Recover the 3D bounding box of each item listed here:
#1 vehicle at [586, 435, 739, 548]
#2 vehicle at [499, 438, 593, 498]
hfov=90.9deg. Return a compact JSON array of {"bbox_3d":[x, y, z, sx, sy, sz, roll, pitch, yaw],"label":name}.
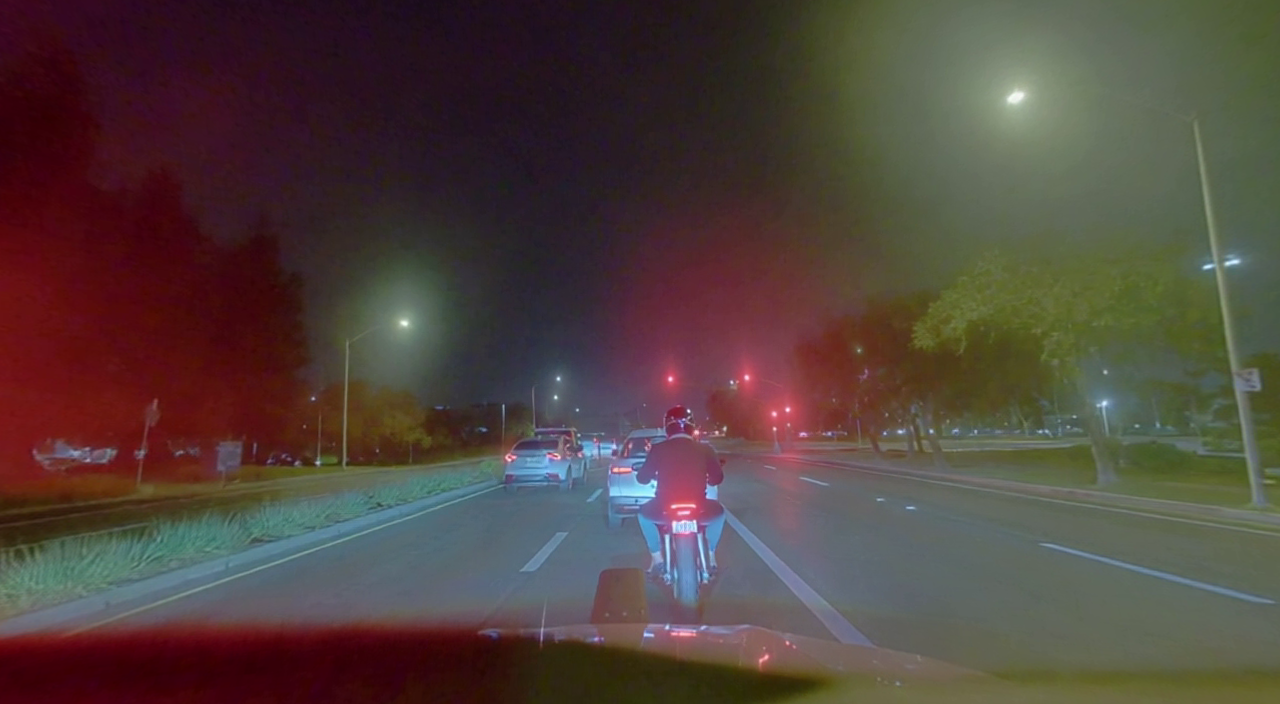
[{"bbox_3d":[0.324,2.166,10.636,2.009,1.450,4.608,-1,-8,1],"label":"vehicle"},{"bbox_3d":[-2.554,3.243,18.062,1.979,1.499,3.840,-1,-8,2],"label":"vehicle"}]
